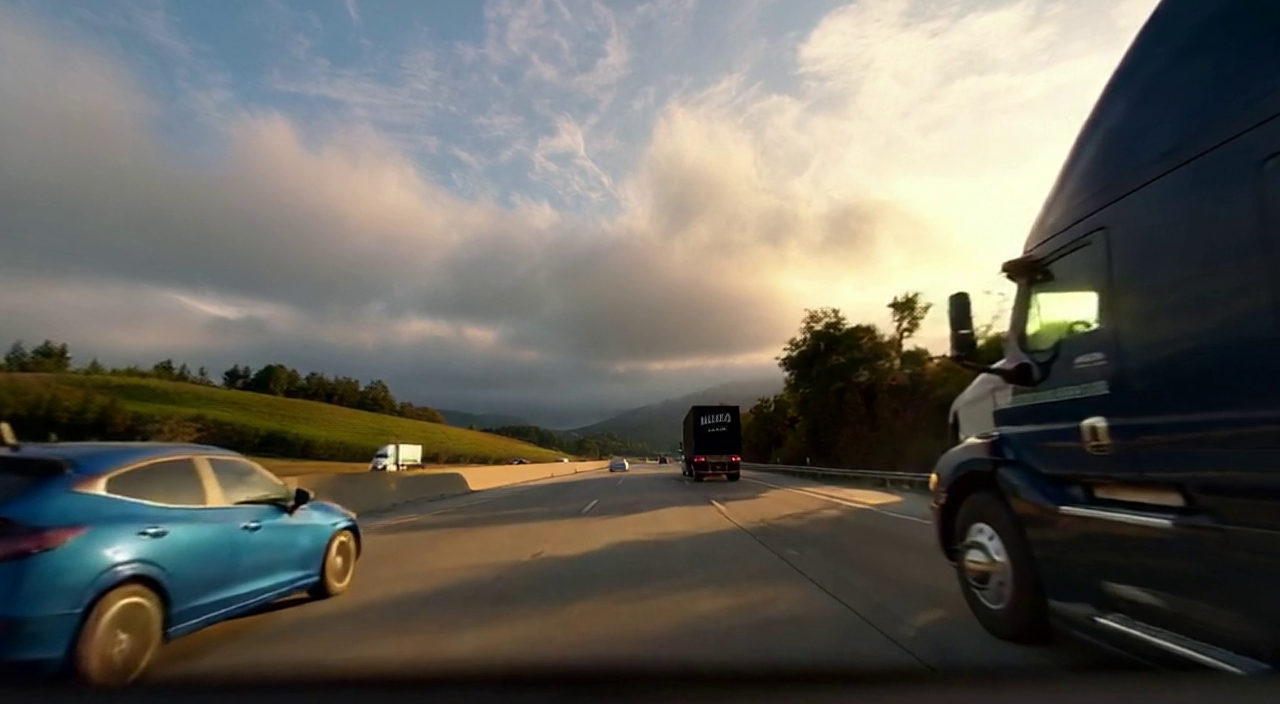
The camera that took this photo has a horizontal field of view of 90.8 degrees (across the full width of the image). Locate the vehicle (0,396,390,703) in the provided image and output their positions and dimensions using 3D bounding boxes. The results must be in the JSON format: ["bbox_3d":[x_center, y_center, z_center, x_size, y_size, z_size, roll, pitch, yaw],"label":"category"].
[{"bbox_3d":[-3.429,1.177,3.872,1.945,1.537,4.294,0,-9,1],"label":"vehicle"}]

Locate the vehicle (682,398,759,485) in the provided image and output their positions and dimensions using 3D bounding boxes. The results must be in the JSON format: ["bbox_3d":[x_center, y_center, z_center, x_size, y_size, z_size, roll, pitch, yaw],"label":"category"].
[{"bbox_3d":[4.212,5.315,36.410,2.832,4.034,13.924,0,-9,1],"label":"vehicle"}]

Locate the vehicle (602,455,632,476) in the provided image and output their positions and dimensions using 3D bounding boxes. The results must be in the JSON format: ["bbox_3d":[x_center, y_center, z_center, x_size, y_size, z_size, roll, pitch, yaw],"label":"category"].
[{"bbox_3d":[-1.665,8.373,46.830,1.935,1.470,4.063,0,-9,1],"label":"vehicle"}]
